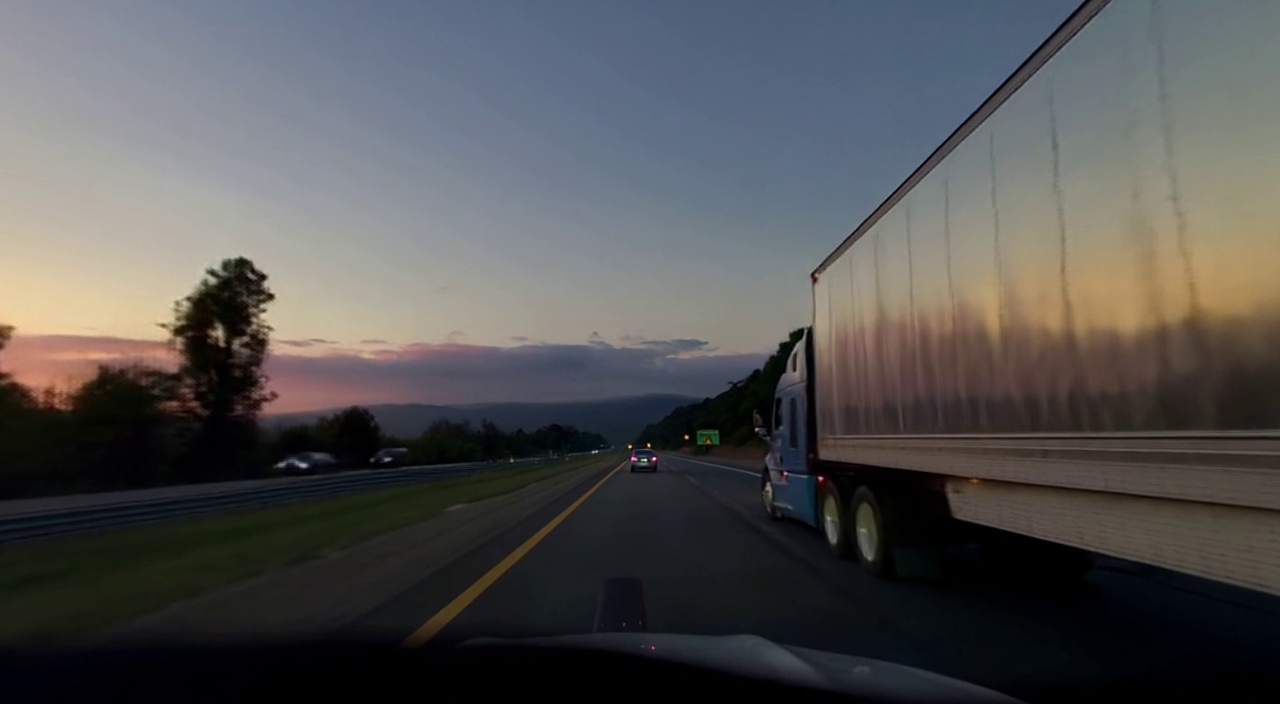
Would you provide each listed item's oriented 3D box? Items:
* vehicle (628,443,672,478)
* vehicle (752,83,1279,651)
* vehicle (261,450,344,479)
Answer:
[{"bbox_3d":[0.440,5.174,30.390,1.968,1.515,4.025,0,-8,0],"label":"vehicle"},{"bbox_3d":[3.809,0.604,8.454,3.032,3.821,8.547,0,-8,0],"label":"vehicle"},{"bbox_3d":[-18.916,6.280,35.630,1.968,1.464,4.756,-1,-8,1],"label":"vehicle"}]
